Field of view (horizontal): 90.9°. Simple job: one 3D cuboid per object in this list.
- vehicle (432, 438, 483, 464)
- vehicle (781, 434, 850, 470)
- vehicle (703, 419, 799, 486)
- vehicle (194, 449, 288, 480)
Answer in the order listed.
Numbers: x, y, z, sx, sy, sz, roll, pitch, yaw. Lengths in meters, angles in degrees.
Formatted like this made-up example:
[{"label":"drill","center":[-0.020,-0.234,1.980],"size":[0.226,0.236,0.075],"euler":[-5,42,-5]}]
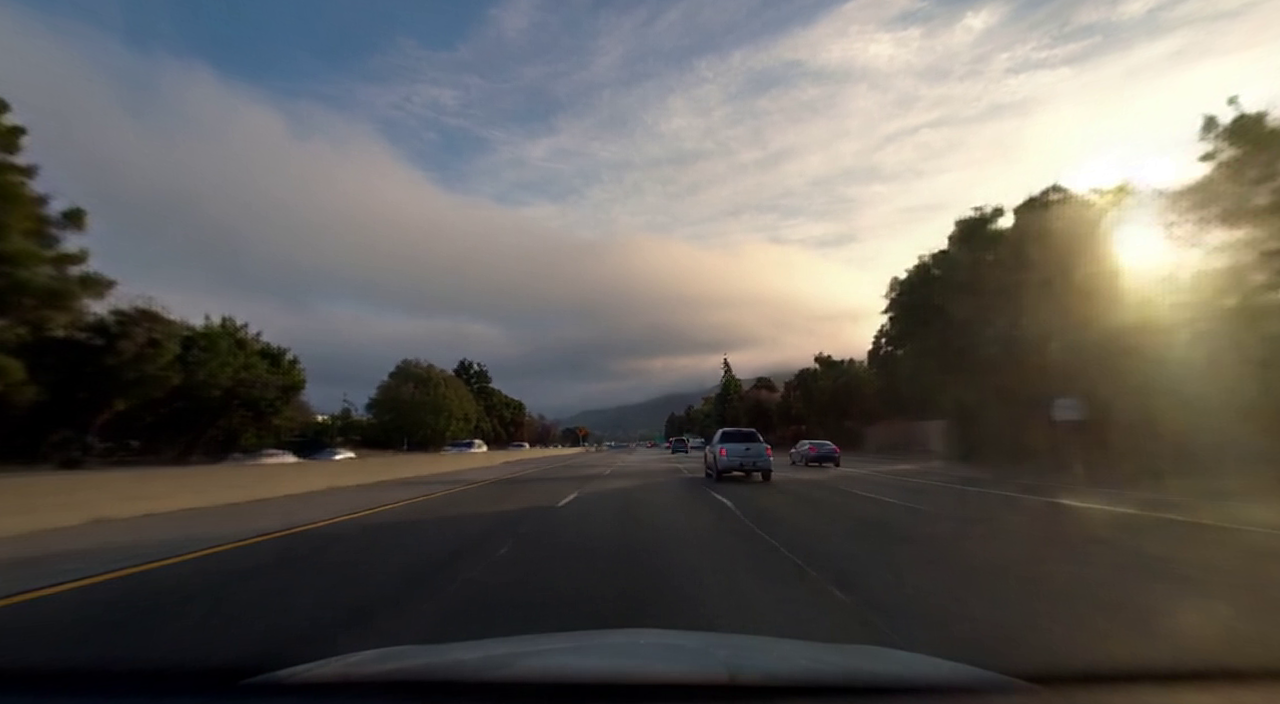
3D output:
[{"label":"vehicle","center":[-13.998,7.606,48.761],"size":[2.297,1.834,5.498],"euler":[-1,-8,1]},{"label":"vehicle","center":[8.836,5.056,32.162],"size":[2.045,1.658,4.598],"euler":[0,-8,-2]},{"label":"vehicle","center":[3.573,3.400,21.560],"size":[2.218,1.964,5.662],"euler":[0,-8,0]},{"label":"vehicle","center":[-21.136,5.944,33.684],"size":[1.919,1.469,4.684],"euler":[-1,-8,0]}]
